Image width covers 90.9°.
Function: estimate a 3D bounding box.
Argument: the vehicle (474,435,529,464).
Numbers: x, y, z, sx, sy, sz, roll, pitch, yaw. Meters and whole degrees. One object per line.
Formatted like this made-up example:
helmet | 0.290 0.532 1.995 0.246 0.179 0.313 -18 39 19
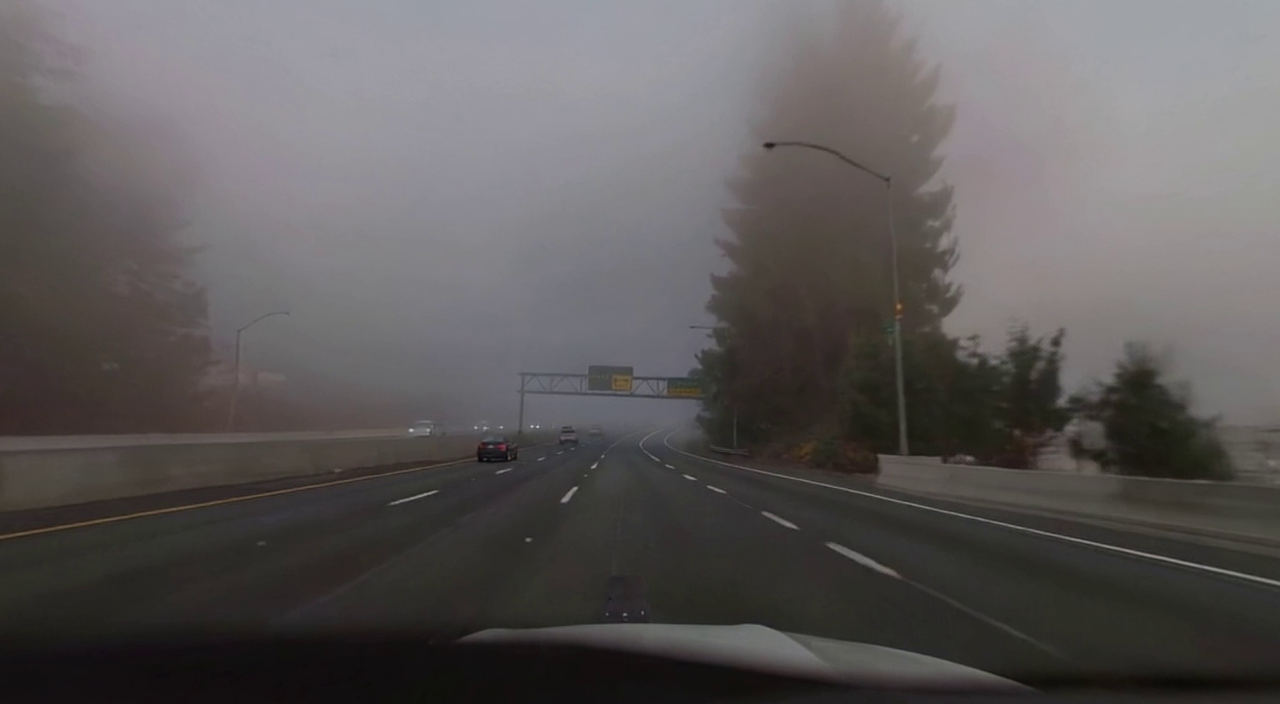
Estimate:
vehicle | -7.589 5.394 35.019 2.025 1.494 4.495 0 -8 0
